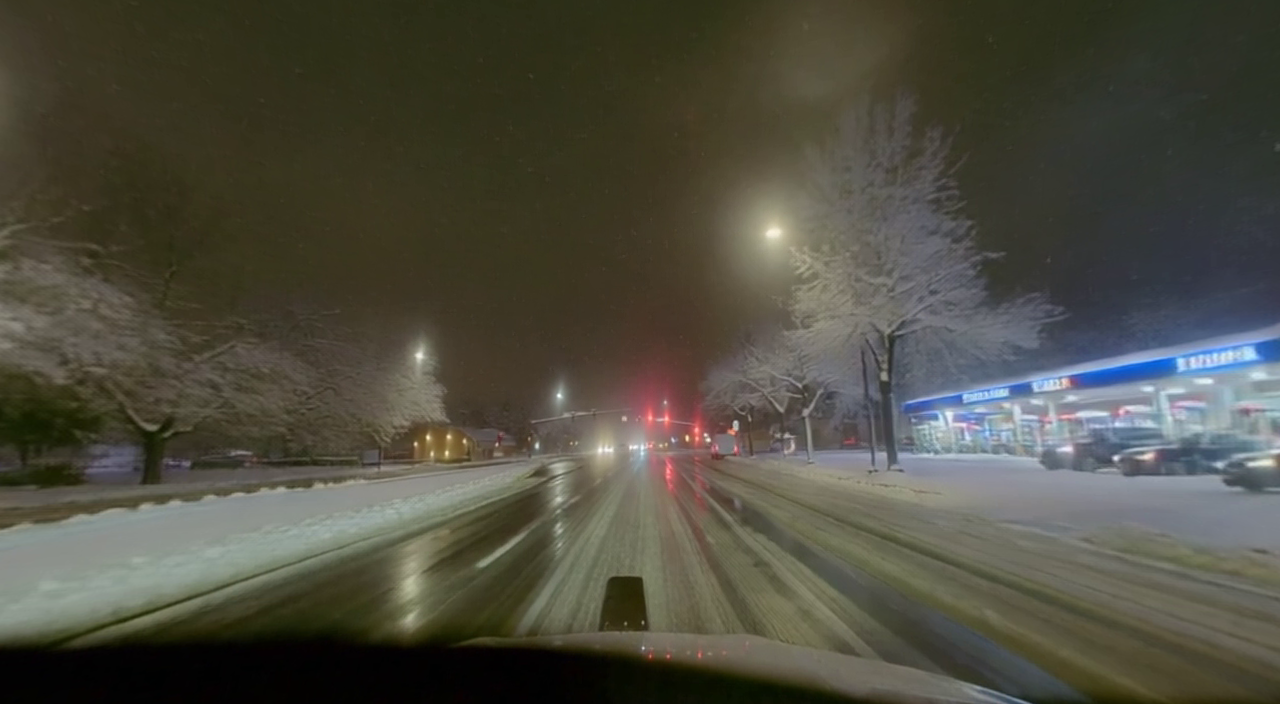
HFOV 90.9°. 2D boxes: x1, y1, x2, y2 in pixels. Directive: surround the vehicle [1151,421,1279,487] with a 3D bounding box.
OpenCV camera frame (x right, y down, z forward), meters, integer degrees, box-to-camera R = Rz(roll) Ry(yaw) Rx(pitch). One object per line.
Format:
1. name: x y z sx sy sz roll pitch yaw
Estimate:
1. vehicle: 15.830 2.595 16.237 4.167 1.528 1.874 2 -9 -15
